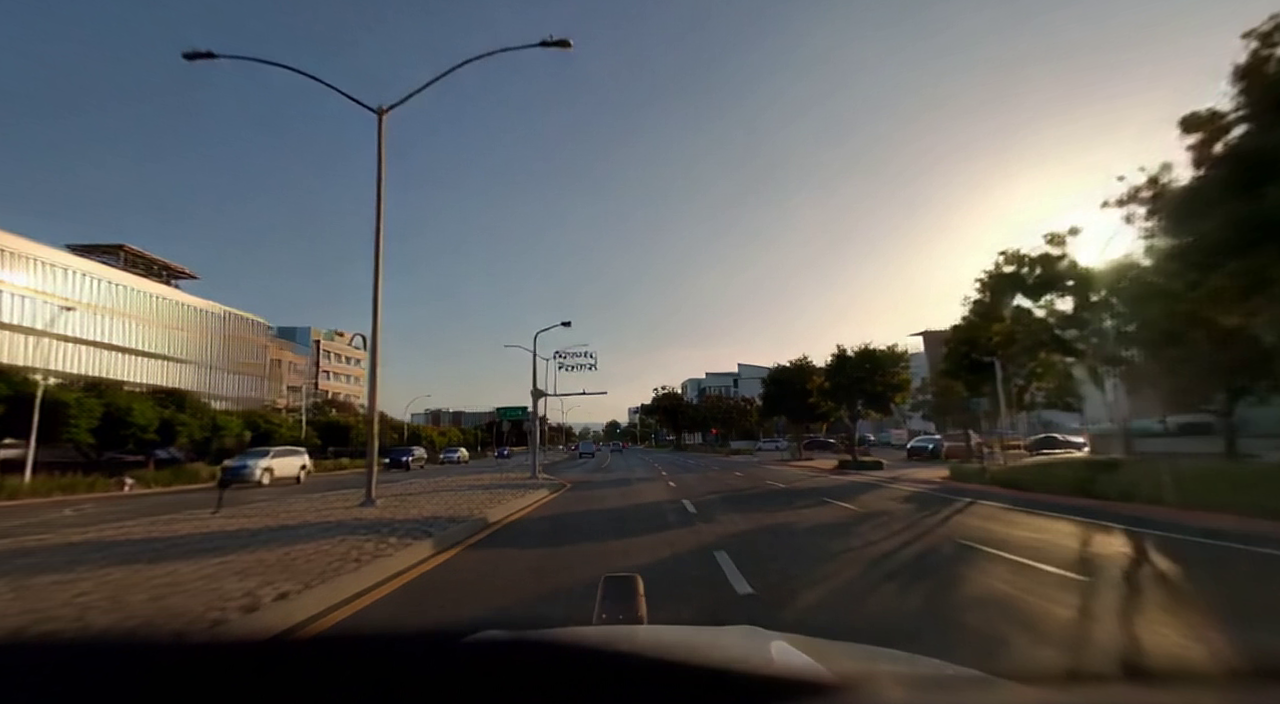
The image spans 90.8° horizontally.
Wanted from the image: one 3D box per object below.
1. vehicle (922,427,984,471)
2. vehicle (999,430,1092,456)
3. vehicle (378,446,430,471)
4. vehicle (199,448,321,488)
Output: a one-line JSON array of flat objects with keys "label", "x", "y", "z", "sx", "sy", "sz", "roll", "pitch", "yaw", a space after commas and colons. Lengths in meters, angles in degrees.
[{"label": "vehicle", "x": 17.062, "y": 5.286, "z": 34.591, "sx": 1.686, "sy": 2.284, "sz": 3.164, "roll": 0, "pitch": -8, "yaw": 1}, {"label": "vehicle", "x": 31.445, "y": 7.100, "z": 49.134, "sx": 5.509, "sy": 1.904, "sz": 2.614, "roll": 1, "pitch": -9, "yaw": -6}, {"label": "vehicle", "x": -18.251, "y": 8.240, "z": 49.121, "sx": 2.041, "sy": 1.826, "sz": 4.878, "roll": -1, "pitch": -9, "yaw": 1}, {"label": "vehicle", "x": -18.545, "y": 5.671, "z": 31.255, "sx": 2.575, "sy": 1.738, "sz": 5.473, "roll": -1, "pitch": -9, "yaw": 1}]
